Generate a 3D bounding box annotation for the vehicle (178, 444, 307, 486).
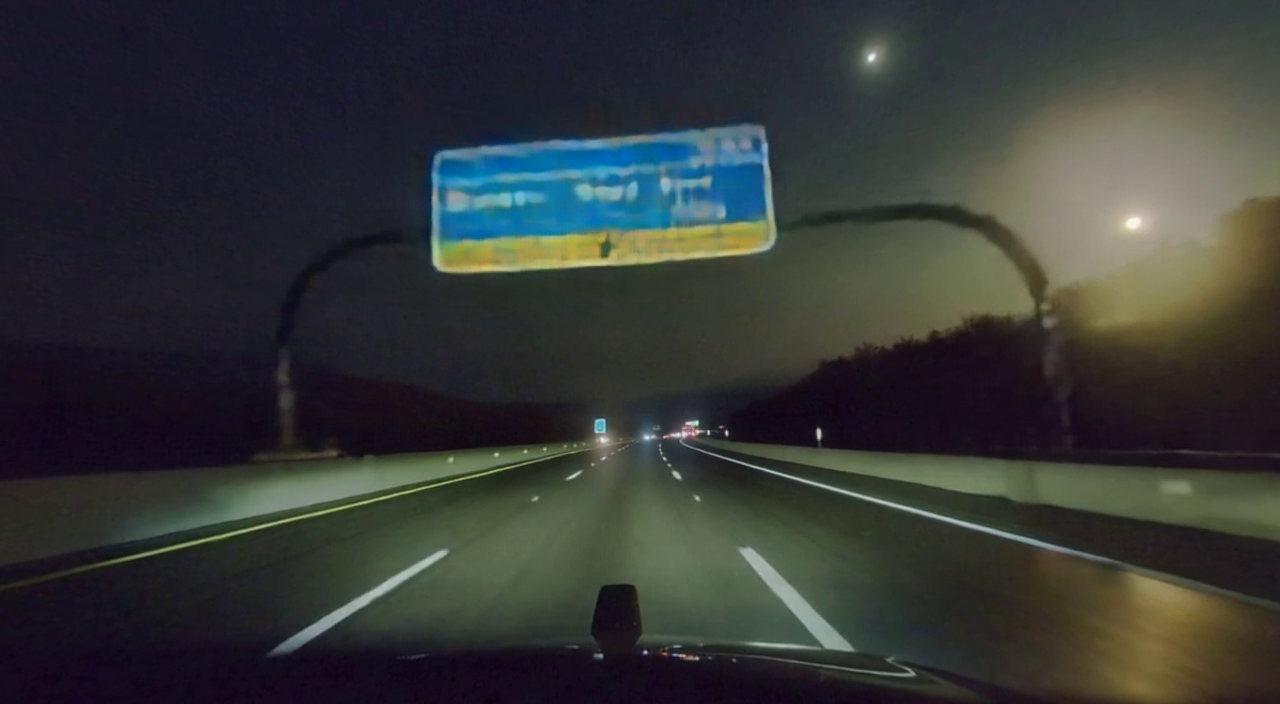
[{"bbox_3d":[-15.892,4.506,25.544,2.143,1.504,4.702,0,-8,0],"label":"vehicle"}]
